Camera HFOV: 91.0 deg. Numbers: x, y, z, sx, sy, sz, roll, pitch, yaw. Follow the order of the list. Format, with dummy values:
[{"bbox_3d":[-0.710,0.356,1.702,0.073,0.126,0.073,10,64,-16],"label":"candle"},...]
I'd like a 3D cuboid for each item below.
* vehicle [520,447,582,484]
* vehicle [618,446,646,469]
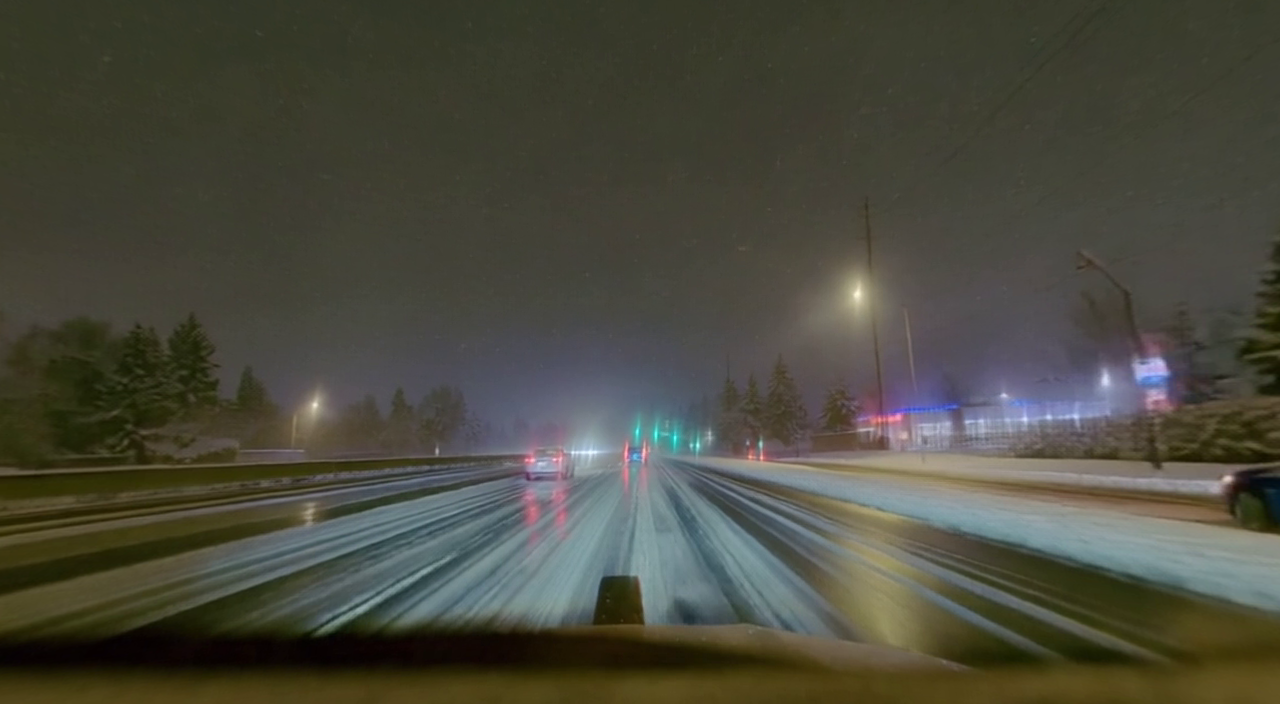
[{"bbox_3d":[-3.948,5.090,28.585,2.071,1.553,4.388,0,-9,1],"label":"vehicle"},{"bbox_3d":[-0.582,8.197,49.180,2.102,1.692,4.057,0,-9,1],"label":"vehicle"}]
